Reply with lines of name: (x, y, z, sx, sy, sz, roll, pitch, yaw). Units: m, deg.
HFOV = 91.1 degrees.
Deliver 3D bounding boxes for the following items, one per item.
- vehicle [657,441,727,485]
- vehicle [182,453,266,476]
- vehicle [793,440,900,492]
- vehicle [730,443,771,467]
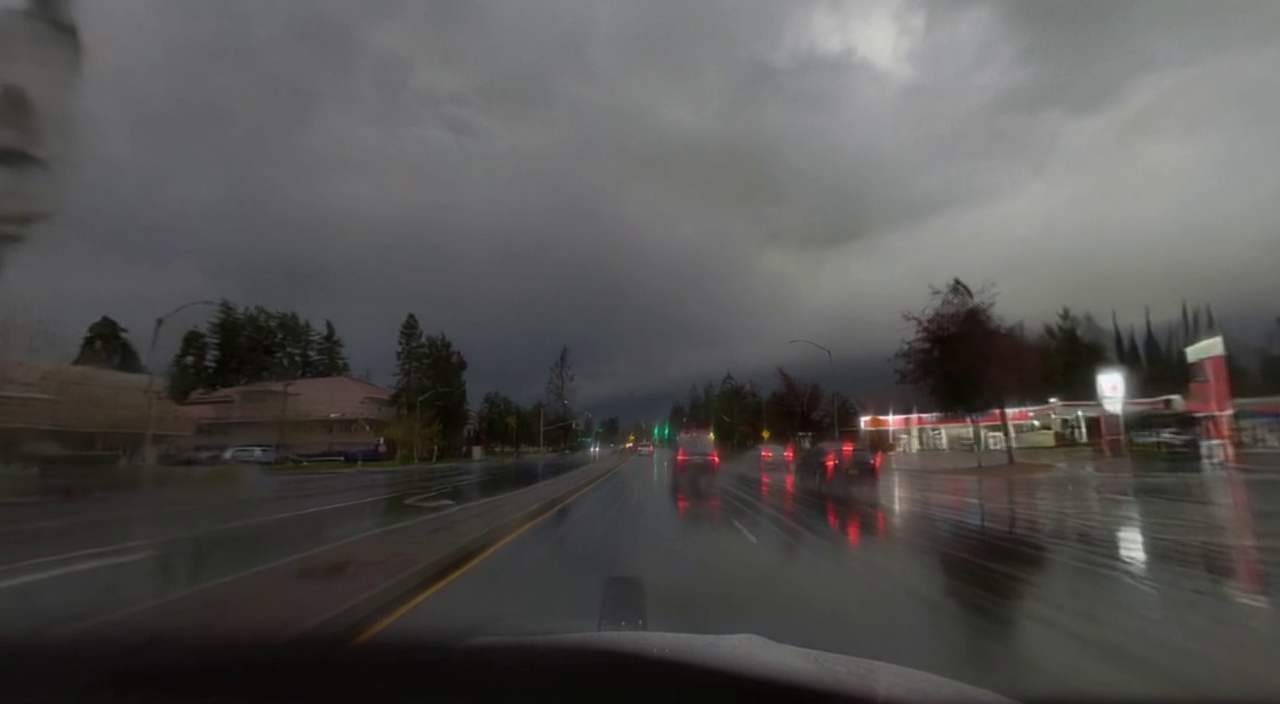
vehicle: (1.809, 4.057, 23.317, 1.971, 1.479, 4.493, 0, -8, -3)
vehicle: (-29.083, 7.865, 43.986, 4.510, 1.504, 2.005, -1, -8, 3)
vehicle: (6.487, 3.601, 20.309, 1.918, 1.484, 4.456, 0, -8, 0)
vehicle: (7.245, 6.809, 41.556, 1.930, 1.479, 4.477, 0, -8, 1)
